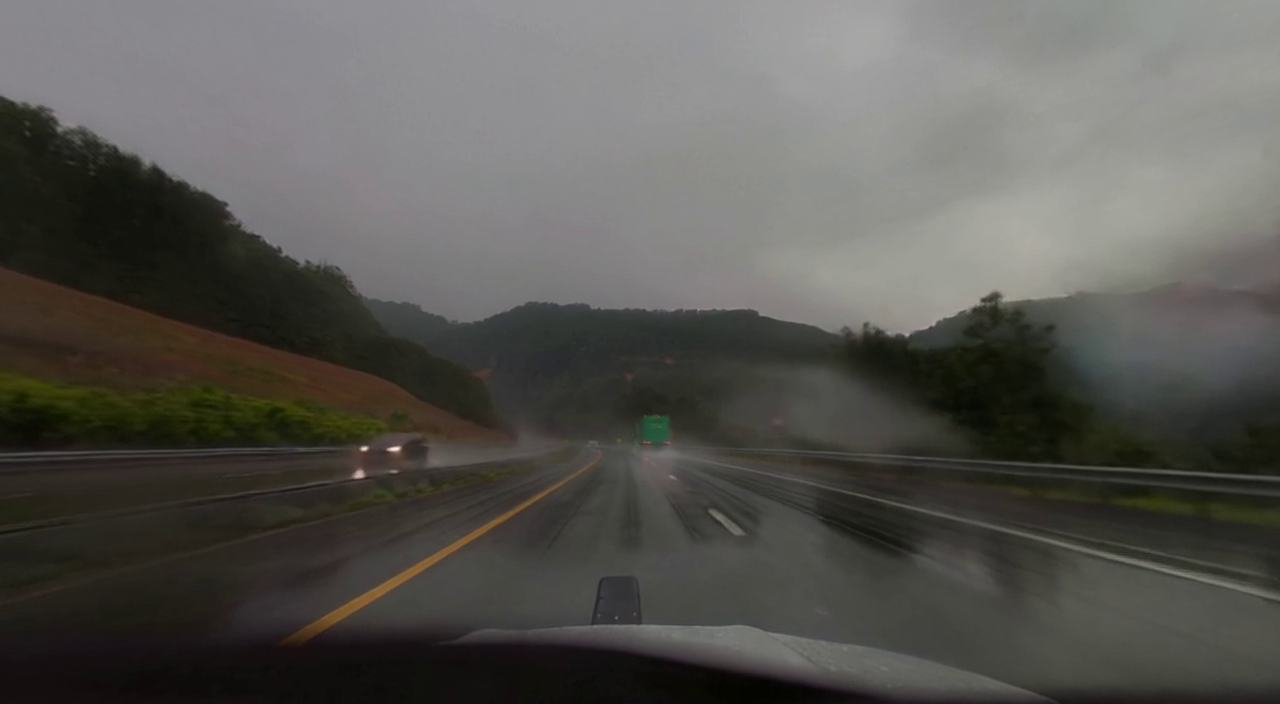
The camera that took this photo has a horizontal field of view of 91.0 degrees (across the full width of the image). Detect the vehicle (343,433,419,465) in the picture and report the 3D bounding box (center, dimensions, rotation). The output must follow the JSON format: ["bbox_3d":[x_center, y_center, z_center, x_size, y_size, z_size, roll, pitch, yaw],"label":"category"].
[{"bbox_3d":[-13.106,4.933,32.184,1.958,1.518,4.754,0,-8,-1],"label":"vehicle"}]
